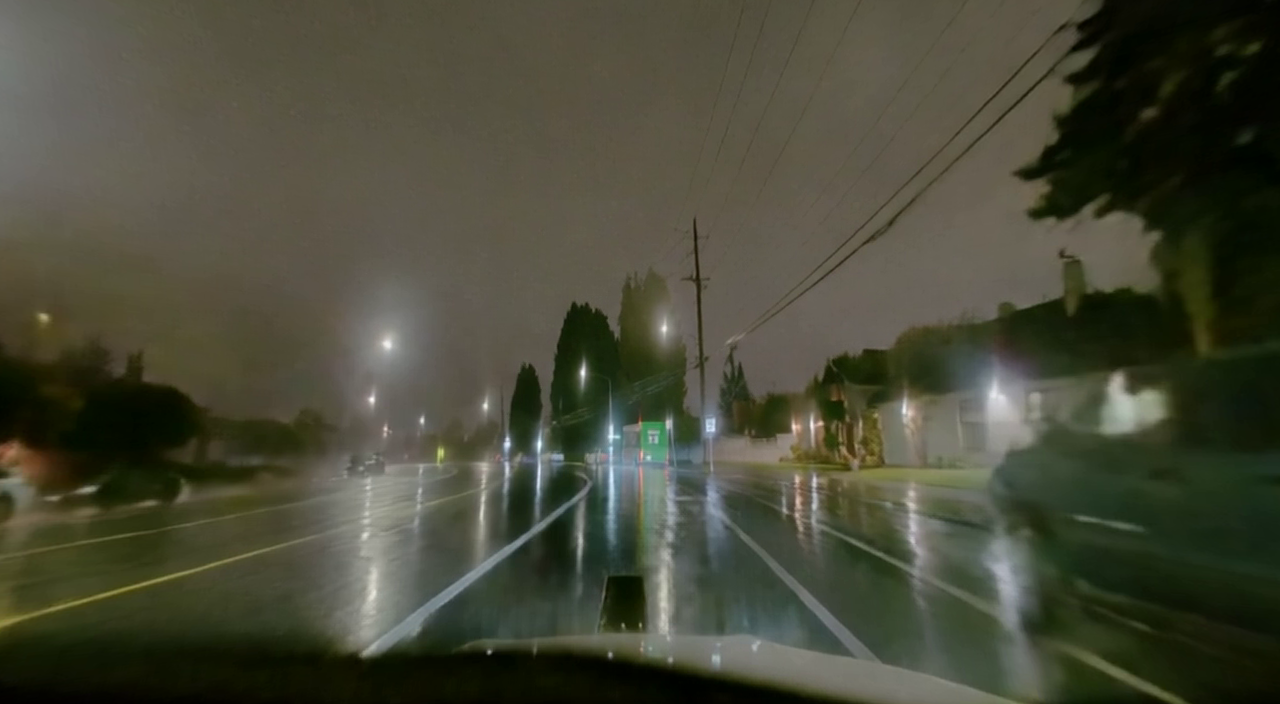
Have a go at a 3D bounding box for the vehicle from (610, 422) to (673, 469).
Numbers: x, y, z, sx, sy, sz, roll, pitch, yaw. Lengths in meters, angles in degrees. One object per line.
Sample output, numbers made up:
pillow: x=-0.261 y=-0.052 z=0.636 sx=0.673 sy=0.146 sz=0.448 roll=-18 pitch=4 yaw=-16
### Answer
vehicle: x=-0.076 y=7.228 z=48.711 sx=2.918 sy=3.319 sz=7.595 roll=2 pitch=-9 yaw=-15

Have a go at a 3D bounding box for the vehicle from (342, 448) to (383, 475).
vehicle: x=-19.617 y=7.724 z=44.474 sx=1.976 sy=1.797 sz=4.249 roll=2 pitch=-9 yaw=-15

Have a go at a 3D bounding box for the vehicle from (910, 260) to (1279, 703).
vehicle: x=4.067 y=0.738 z=3.036 sx=2.505 sy=2.192 sz=6.181 roll=0 pitch=-9 yaw=-3

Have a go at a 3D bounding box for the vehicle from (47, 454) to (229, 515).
vehicle: x=-15.027 y=3.941 z=19.215 sx=1.934 sy=1.480 sz=4.510 roll=-2 pitch=-8 yaw=-1
